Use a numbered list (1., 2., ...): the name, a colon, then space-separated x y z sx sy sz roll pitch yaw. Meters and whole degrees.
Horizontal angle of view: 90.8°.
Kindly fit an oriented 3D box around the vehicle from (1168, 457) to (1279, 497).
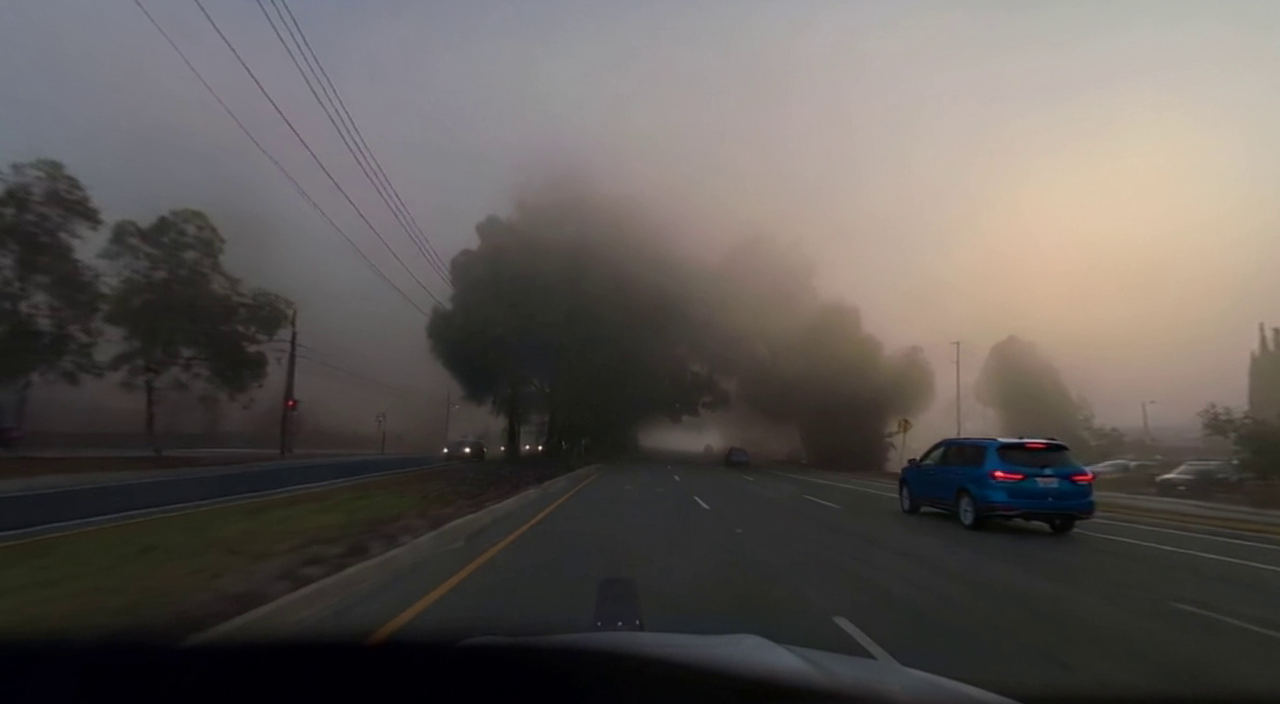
1. vehicle: 30.544 6.391 32.496 4.608 1.919 2.056 -1 -8 7

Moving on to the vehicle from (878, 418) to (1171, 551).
1. vehicle: 6.794 2.371 12.233 2.331 1.872 5.378 -3 -8 1
